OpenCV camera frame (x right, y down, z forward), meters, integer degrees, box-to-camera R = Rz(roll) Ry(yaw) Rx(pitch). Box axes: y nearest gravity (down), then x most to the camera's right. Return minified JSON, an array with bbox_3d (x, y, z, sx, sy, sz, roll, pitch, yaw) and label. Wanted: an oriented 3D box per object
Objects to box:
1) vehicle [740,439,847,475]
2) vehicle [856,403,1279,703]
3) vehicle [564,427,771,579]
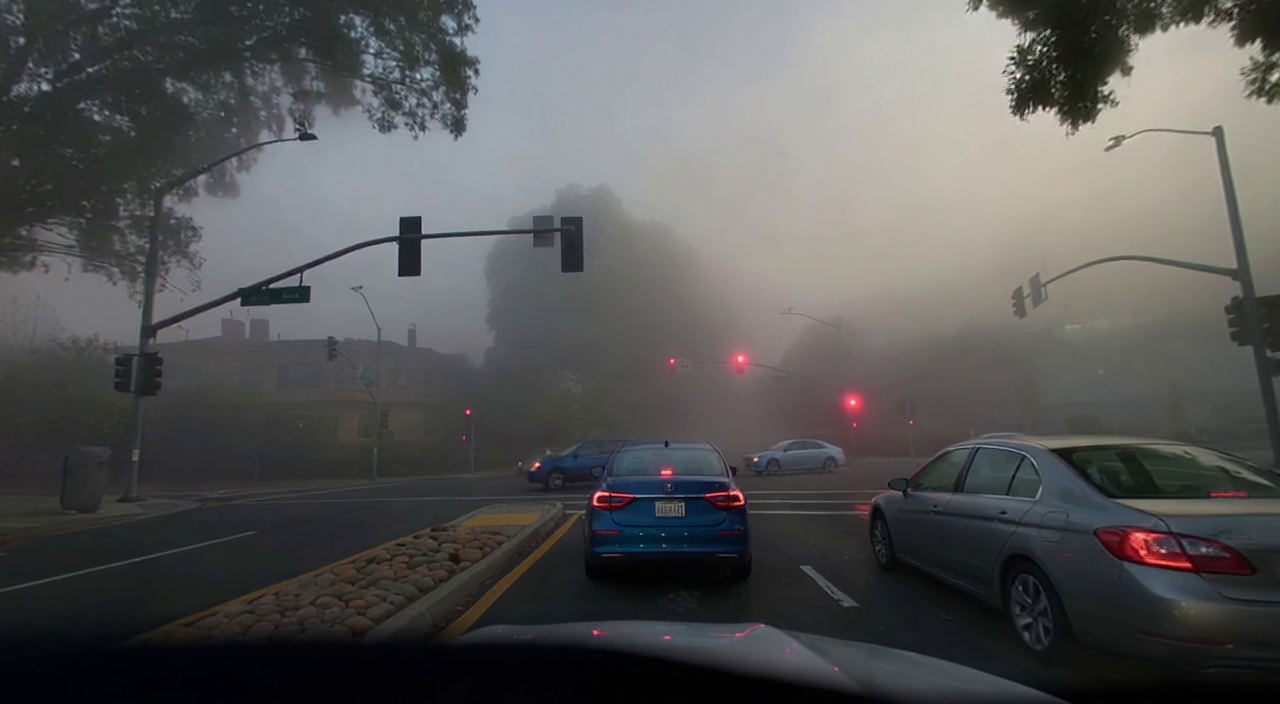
[{"bbox_3d":[6.859,4.667,28.331,4.229,1.490,1.854,2,-9,-17],"label":"vehicle"},{"bbox_3d":[3.654,1.342,5.432,1.888,1.486,4.681,0,-9,0],"label":"vehicle"},{"bbox_3d":[0.309,1.818,8.329,2.090,1.505,3.756,-1,-9,1],"label":"vehicle"}]
